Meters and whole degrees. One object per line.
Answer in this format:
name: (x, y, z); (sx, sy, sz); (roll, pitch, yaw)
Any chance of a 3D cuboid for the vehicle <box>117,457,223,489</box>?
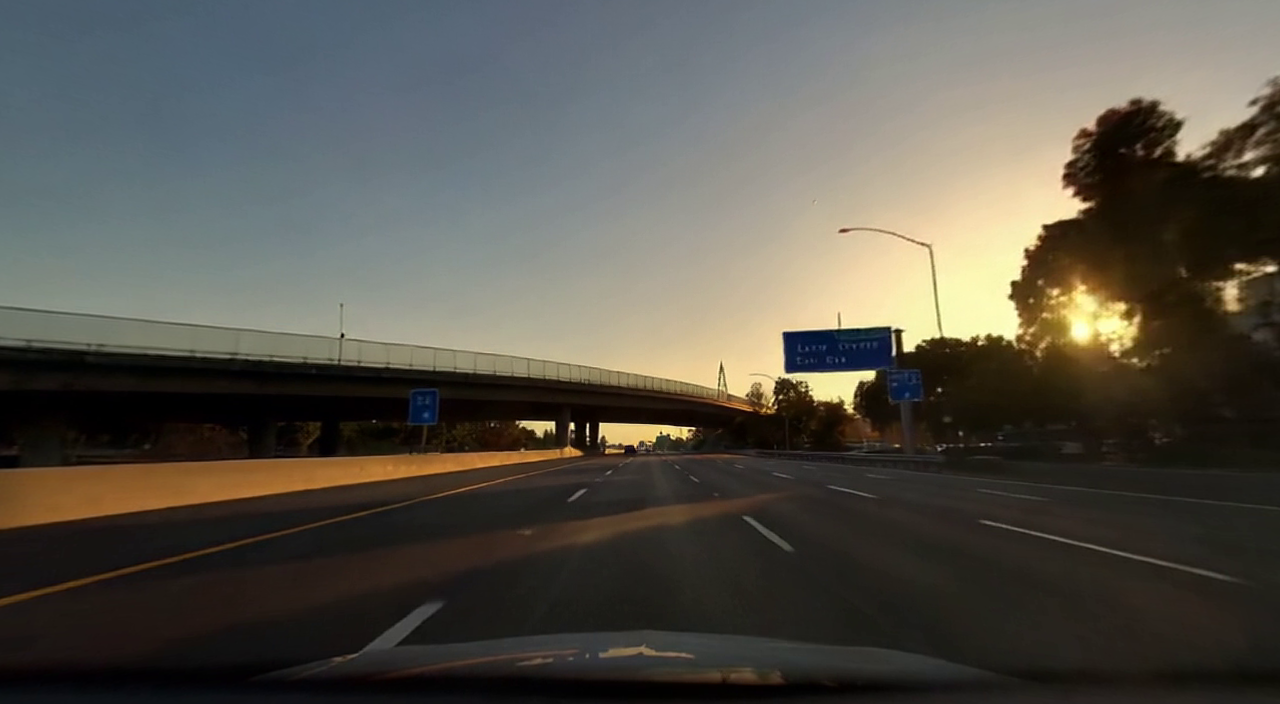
vehicle: (-25.286, 6.501, 34.156); (1.963, 1.500, 4.793); (-1, -8, 1)
